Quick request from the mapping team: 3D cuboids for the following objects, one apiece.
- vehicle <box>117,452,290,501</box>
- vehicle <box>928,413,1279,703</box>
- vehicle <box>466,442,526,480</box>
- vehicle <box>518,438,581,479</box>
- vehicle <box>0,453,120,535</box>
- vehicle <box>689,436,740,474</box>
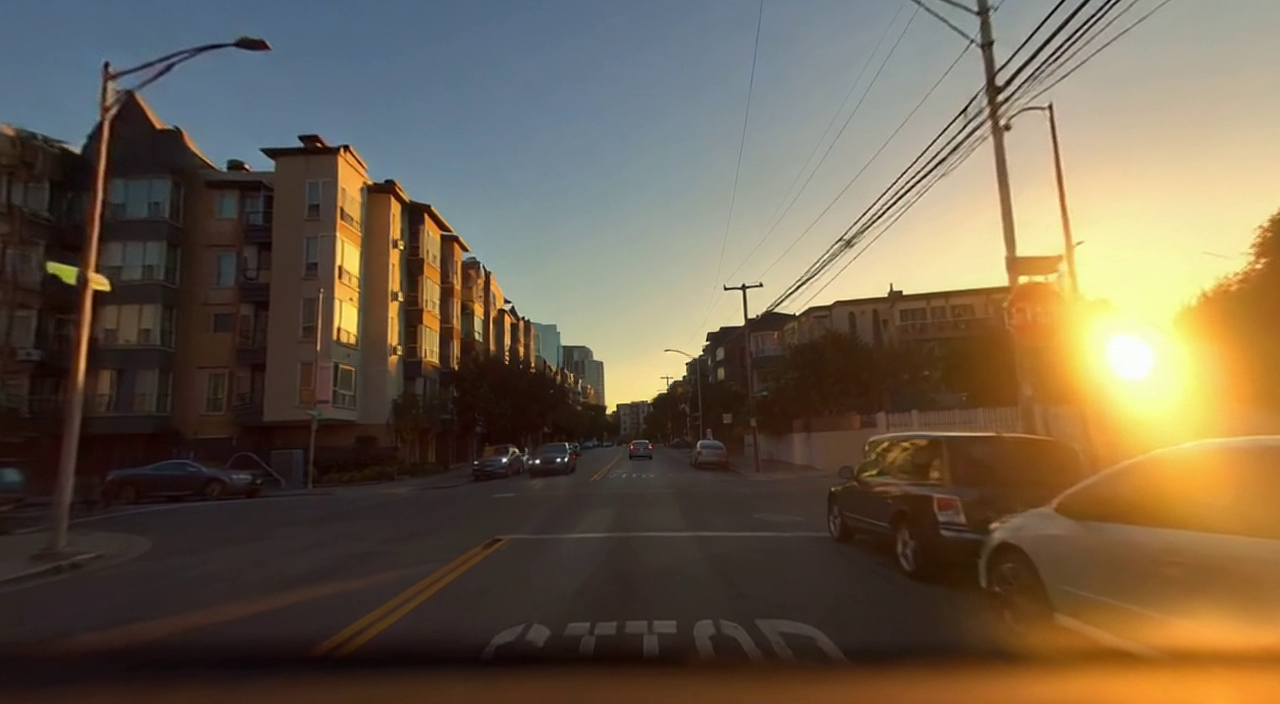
[{"bbox_3d":[-17.214,4.902,25.067,5.354,1.773,1.991,0,-9,0],"label":"vehicle"},{"bbox_3d":[3.406,1.057,2.910,1.888,1.495,4.567,0,-9,-1],"label":"vehicle"},{"bbox_3d":[-7.579,5.778,33.760,2.140,1.874,4.475,0,-9,0],"label":"vehicle"},{"bbox_3d":[-4.248,5.112,30.464,2.201,1.801,4.750,-1,-9,1],"label":"vehicle"},{"bbox_3d":[-16.522,3.509,15.505,5.392,1.808,2.324,-2,-9,0],"label":"vehicle"},{"bbox_3d":[3.839,5.406,33.287,2.164,1.721,4.416,-4,-9,1],"label":"vehicle"}]
